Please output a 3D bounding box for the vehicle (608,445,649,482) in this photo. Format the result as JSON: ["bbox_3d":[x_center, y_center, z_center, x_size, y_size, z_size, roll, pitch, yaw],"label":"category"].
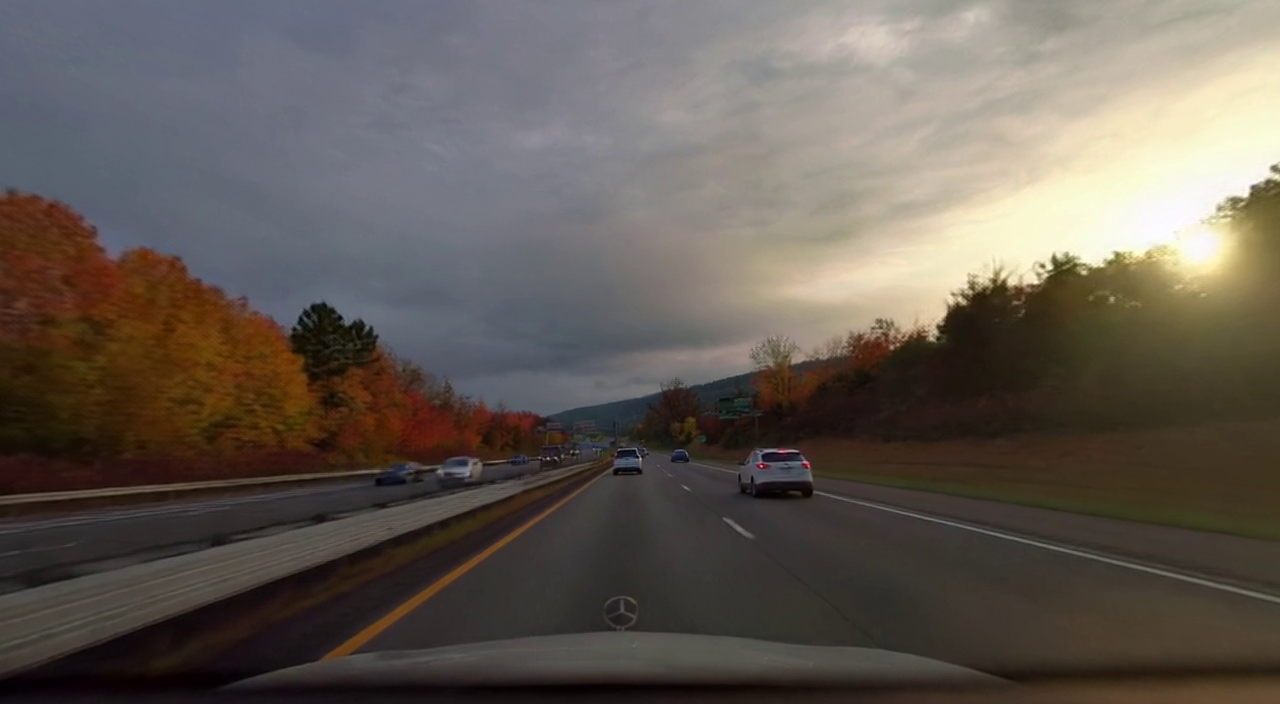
[{"bbox_3d":[-0.530,5.524,31.456,1.937,1.699,3.936,0,-9,0],"label":"vehicle"}]

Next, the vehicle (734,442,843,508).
[{"bbox_3d":[3.818,3.230,16.947,1.843,1.505,4.339,0,-9,-1],"label":"vehicle"}]

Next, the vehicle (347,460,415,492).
[{"bbox_3d":[-13.511,6.457,32.899,1.837,1.495,3.979,-1,-9,0],"label":"vehicle"}]

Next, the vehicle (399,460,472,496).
[{"bbox_3d":[-9.709,5.980,30.138,1.929,1.492,4.486,-1,-9,1],"label":"vehicle"}]
